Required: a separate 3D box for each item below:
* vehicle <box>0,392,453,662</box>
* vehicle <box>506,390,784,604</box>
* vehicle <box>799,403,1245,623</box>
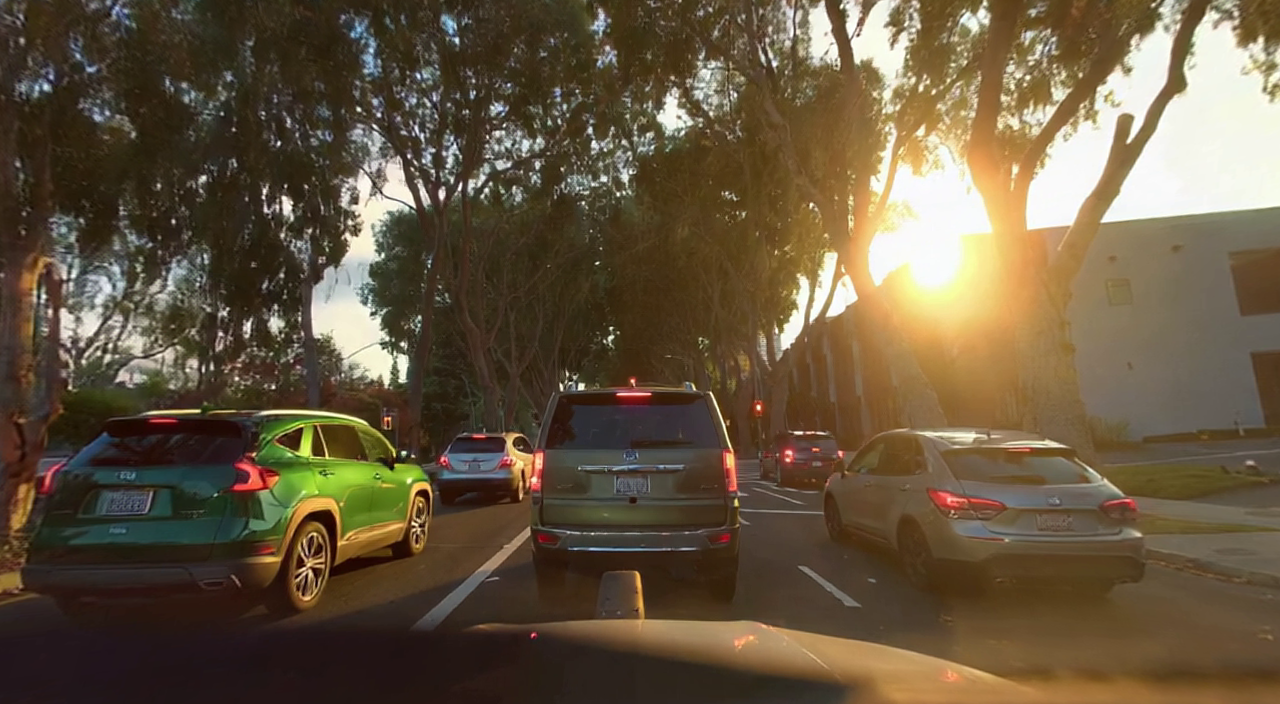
[{"bbox_3d":[-3.375,1.373,5.967,1.961,1.639,4.064,0,-9,0],"label":"vehicle"},{"bbox_3d":[0.020,1.489,7.248,2.294,1.761,3.857,0,-9,-1],"label":"vehicle"},{"bbox_3d":[3.476,1.551,7.044,2.202,1.657,4.298,0,-9,-1],"label":"vehicle"}]
